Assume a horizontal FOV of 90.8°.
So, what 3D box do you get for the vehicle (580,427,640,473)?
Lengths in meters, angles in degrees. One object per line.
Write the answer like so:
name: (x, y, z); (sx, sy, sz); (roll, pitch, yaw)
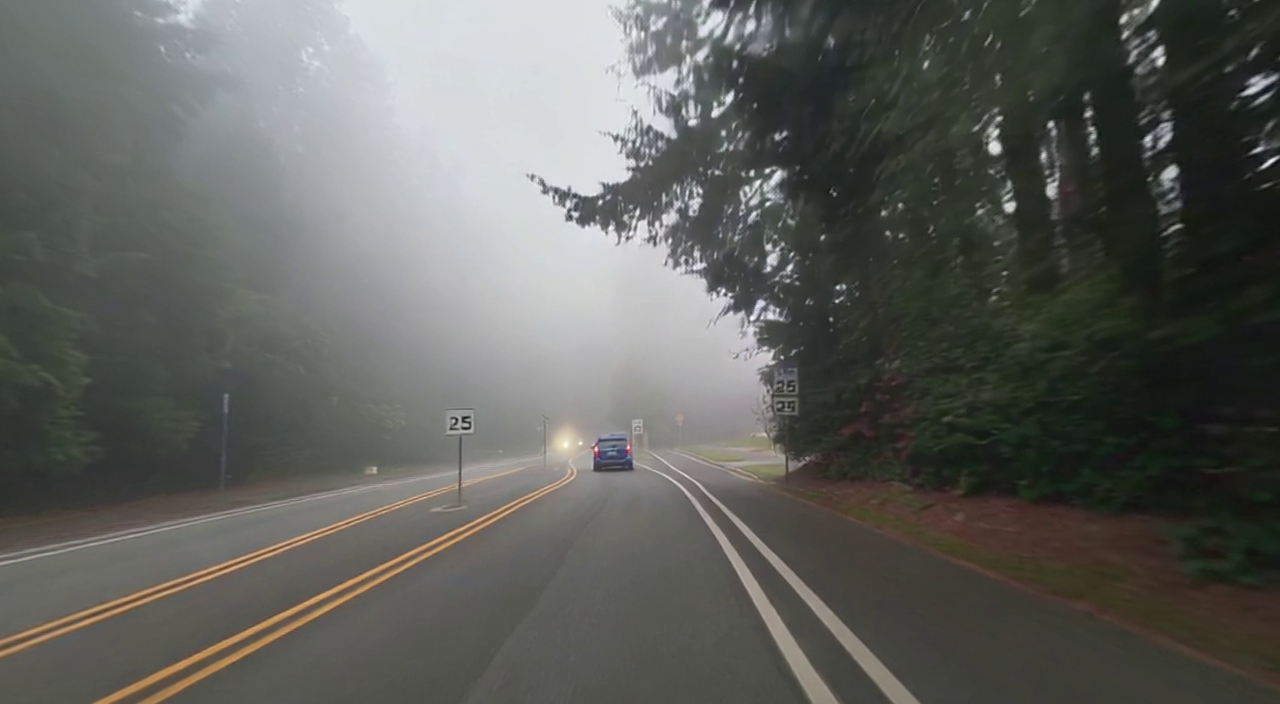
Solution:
vehicle: (-1.259, 3.949, 25.681); (2.216, 1.708, 4.110); (0, -8, -4)
